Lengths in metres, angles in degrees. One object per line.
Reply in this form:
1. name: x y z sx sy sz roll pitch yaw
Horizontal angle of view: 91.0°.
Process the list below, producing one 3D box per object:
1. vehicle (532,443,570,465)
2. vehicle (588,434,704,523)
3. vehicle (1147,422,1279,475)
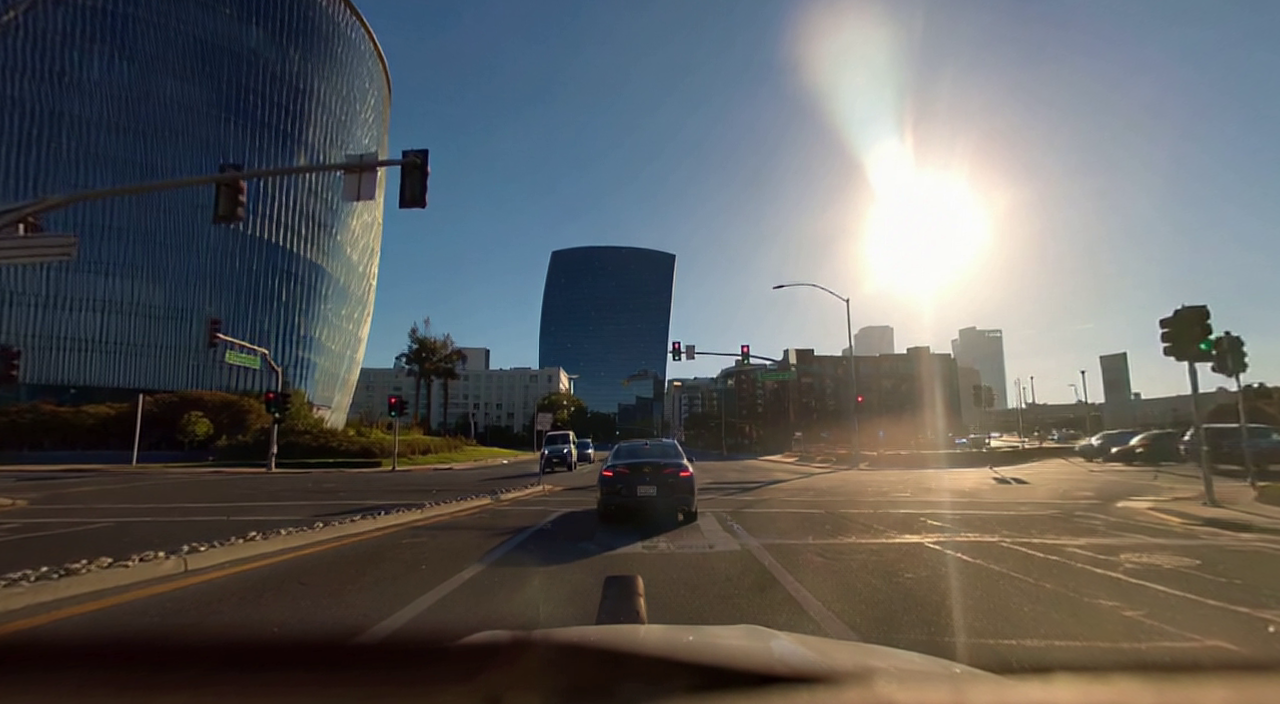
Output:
1. vehicle: -6.700 7.742 47.834 2.113 1.535 4.504 0 -9 2
2. vehicle: 0.212 2.524 13.129 2.014 1.525 4.197 0 -9 3
3. vehicle: 21.133 3.384 22.099 4.739 1.749 2.174 0 -9 -1
